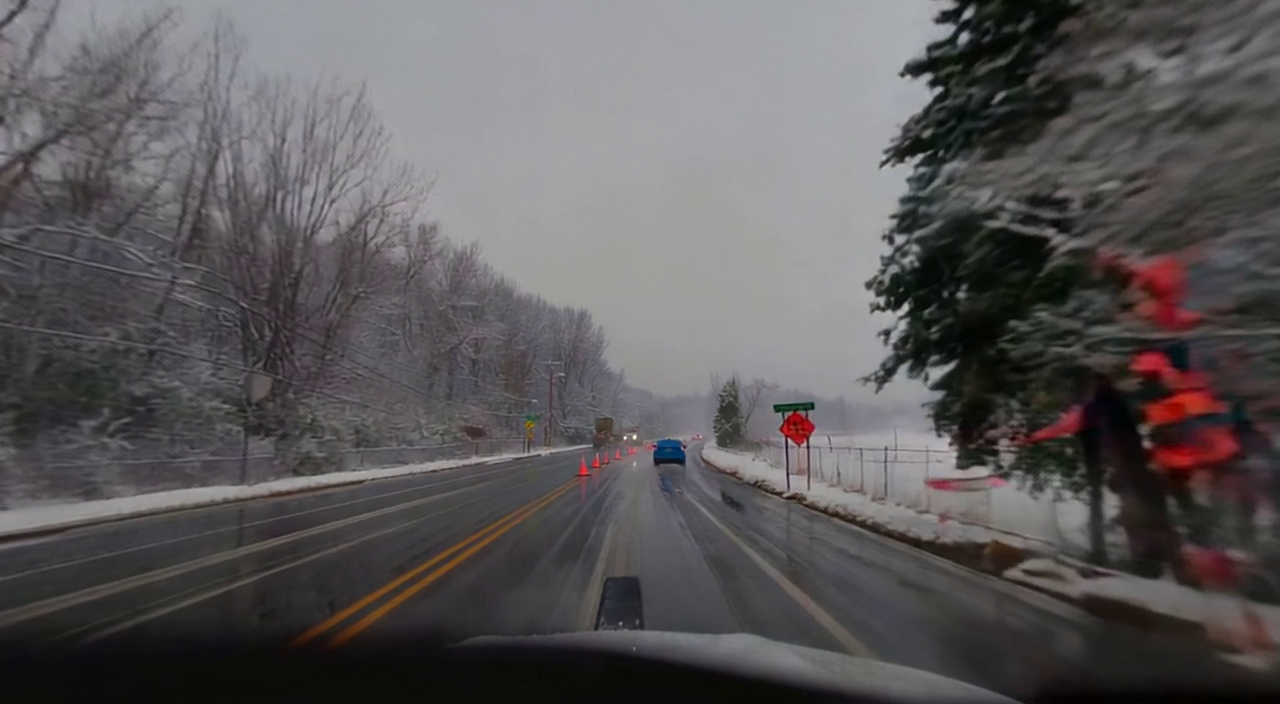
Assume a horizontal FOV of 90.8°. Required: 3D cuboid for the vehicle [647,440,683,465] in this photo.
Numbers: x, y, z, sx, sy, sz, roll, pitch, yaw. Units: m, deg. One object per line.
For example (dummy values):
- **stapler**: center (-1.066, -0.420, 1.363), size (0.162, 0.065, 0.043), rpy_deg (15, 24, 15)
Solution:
- **vehicle**: center (1.612, 6.274, 39.444), size (2.172, 1.486, 3.581), rpy_deg (-1, -9, 4)
